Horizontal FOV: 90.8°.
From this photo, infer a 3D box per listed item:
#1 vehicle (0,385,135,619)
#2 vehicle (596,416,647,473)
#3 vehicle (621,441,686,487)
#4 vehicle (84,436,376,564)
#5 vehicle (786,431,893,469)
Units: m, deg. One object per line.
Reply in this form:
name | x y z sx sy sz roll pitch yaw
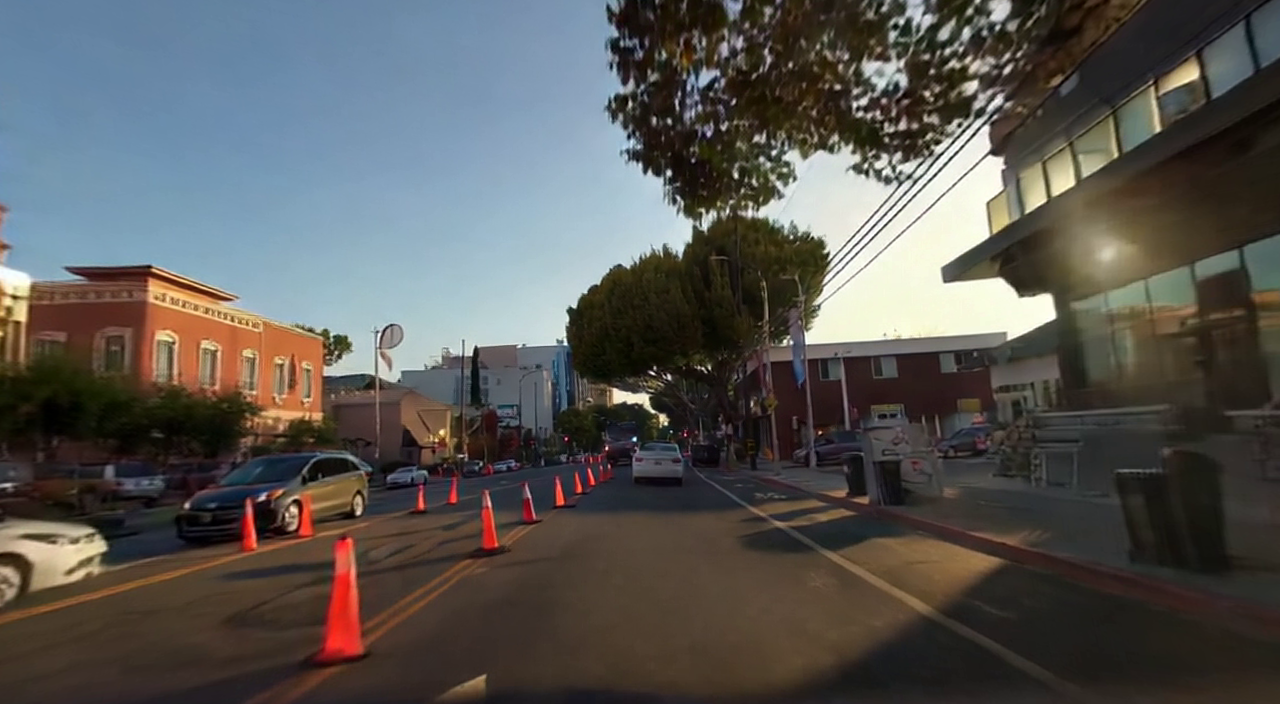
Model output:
vehicle | -7.262 1.143 3.873 2.614 2.153 7.170 -4 -10 -2
vehicle | -1.233 6.352 43.265 2.977 3.271 12.748 0 -9 -1
vehicle | 0.514 4.034 23.018 2.159 1.506 4.086 0 -9 2
vehicle | -6.839 2.479 11.439 2.016 1.693 4.911 -3 -9 0
vehicle | 10.567 5.239 33.794 4.859 1.914 2.333 0 -9 -5
